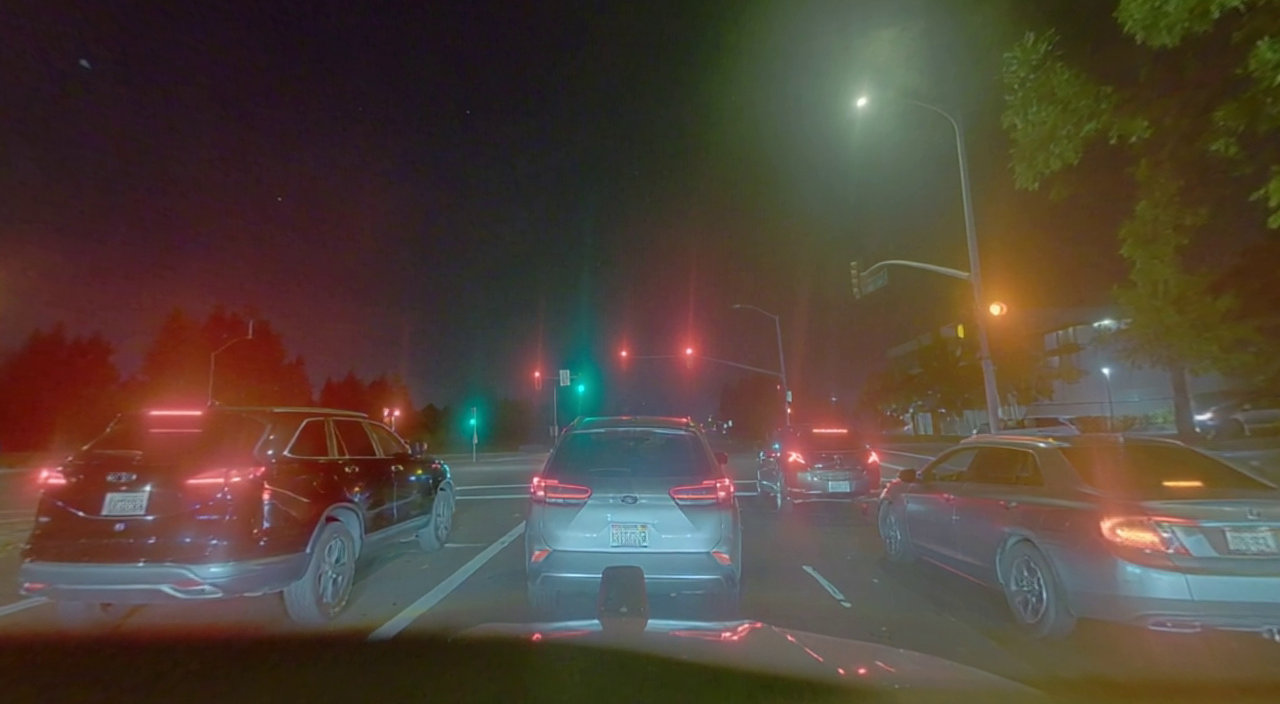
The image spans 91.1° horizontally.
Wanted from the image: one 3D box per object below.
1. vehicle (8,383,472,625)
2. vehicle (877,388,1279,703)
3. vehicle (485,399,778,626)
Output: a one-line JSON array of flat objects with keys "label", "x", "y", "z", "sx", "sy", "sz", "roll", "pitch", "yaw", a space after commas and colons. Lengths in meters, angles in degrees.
[{"label": "vehicle", "x": -3.551, "y": 1.431, "z": 6.859, "sx": 2.014, "sy": 1.755, "sz": 4.360, "roll": 0, "pitch": -8, "yaw": 3}, {"label": "vehicle", "x": 3.588, "y": 1.207, "z": 4.602, "sx": 2.010, "sy": 1.486, "sz": 4.498, "roll": 0, "pitch": -8, "yaw": 1}, {"label": "vehicle", "x": -0.043, "y": 1.395, "z": 6.304, "sx": 2.047, "sy": 1.579, "sz": 3.642, "roll": 0, "pitch": -8, "yaw": 1}]
